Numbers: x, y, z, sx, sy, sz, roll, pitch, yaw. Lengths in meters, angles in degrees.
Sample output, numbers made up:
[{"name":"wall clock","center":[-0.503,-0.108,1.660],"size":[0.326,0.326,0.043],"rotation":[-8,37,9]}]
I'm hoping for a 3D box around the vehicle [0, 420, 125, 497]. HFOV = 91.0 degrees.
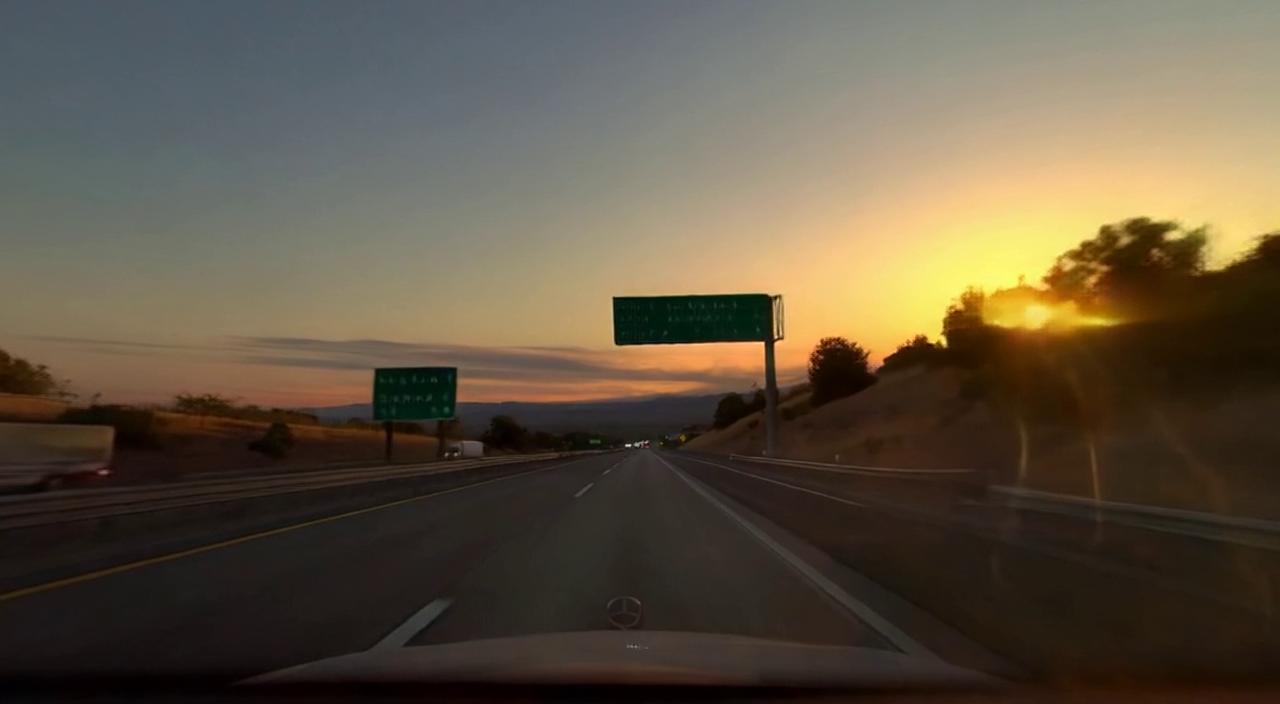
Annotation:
[{"name":"vehicle","center":[-36.808,5.889,34.716],"size":[2.951,4.212,16.402],"rotation":[0,-9,0]}]
